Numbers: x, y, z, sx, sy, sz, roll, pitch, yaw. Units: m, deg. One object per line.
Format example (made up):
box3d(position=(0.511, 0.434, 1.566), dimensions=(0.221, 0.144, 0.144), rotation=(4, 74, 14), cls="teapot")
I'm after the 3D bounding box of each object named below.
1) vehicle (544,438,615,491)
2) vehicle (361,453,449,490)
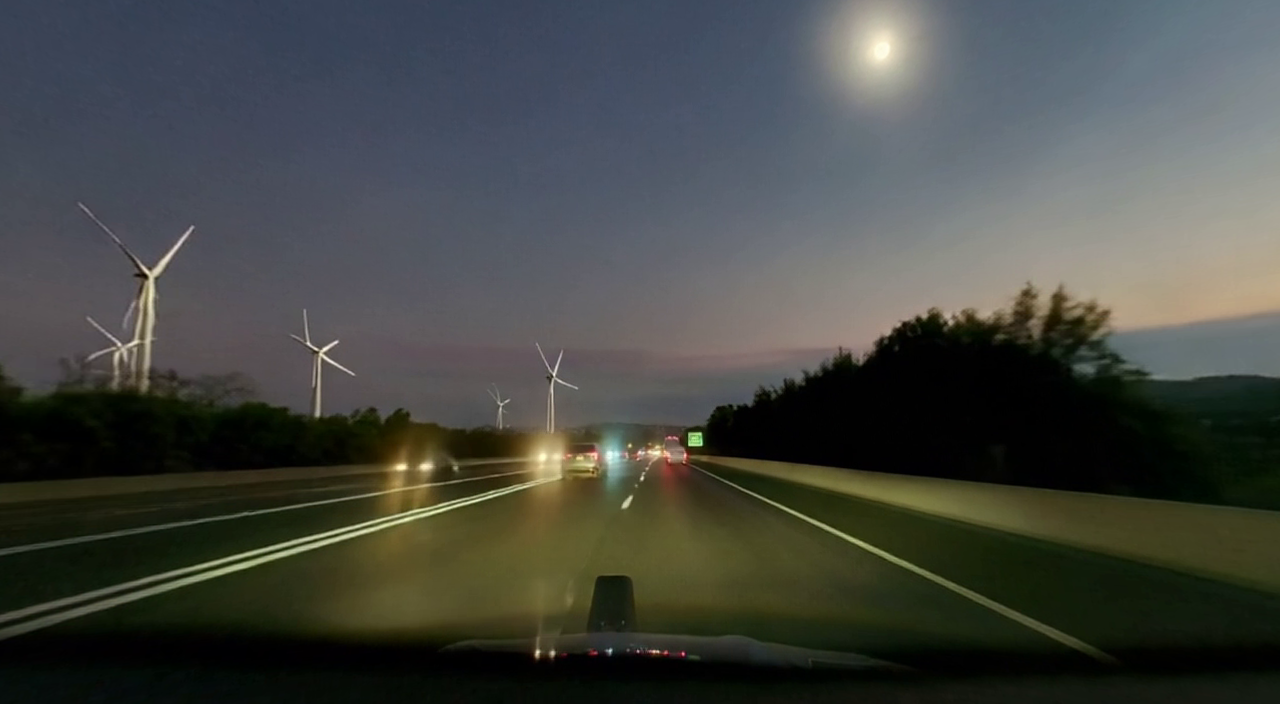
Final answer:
box3d(position=(-2.052, 3.998, 22.649), dimensions=(2.038, 1.723, 4.150), rotation=(-1, -9, 1), cls="vehicle")
box3d(position=(-10.375, 5.289, 28.288), dimensions=(1.960, 1.495, 4.870), rotation=(-1, -9, 1), cls="vehicle")
